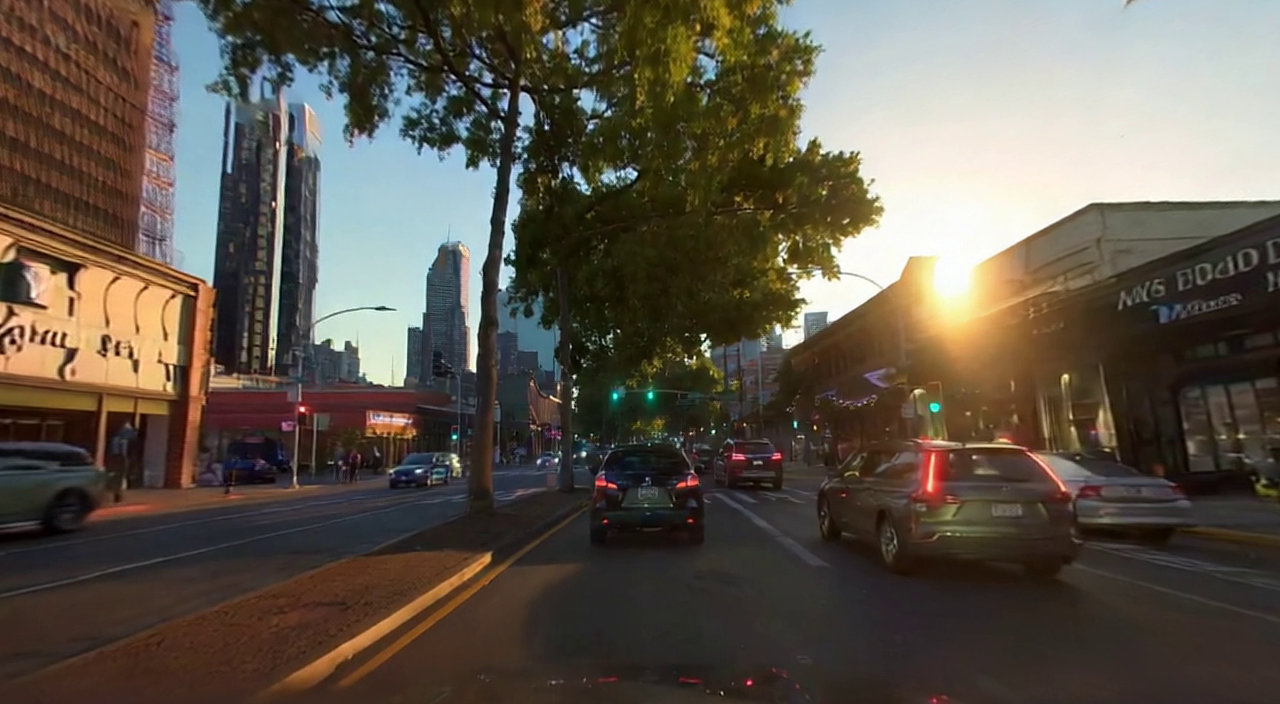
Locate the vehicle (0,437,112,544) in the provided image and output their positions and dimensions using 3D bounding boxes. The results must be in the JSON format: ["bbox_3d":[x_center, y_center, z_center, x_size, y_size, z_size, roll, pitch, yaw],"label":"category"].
[{"bbox_3d":[-11.611,2.256,10.230,2.042,1.749,4.629,-1,-9,1],"label":"vehicle"}]

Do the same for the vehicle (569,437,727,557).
[{"bbox_3d":[0.089,2.119,9.872,2.006,1.487,3.535,0,-9,0],"label":"vehicle"}]

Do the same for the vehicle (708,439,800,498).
[{"bbox_3d":[3.498,3.667,20.332,2.025,1.660,4.334,0,-9,-2],"label":"vehicle"}]

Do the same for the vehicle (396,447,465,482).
[{"bbox_3d":[-11.466,6.155,34.947,2.034,1.765,4.708,-1,-9,2],"label":"vehicle"}]

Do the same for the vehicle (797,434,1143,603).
[{"bbox_3d":[3.471,1.805,7.786,1.988,1.480,4.195,0,-9,0],"label":"vehicle"}]
